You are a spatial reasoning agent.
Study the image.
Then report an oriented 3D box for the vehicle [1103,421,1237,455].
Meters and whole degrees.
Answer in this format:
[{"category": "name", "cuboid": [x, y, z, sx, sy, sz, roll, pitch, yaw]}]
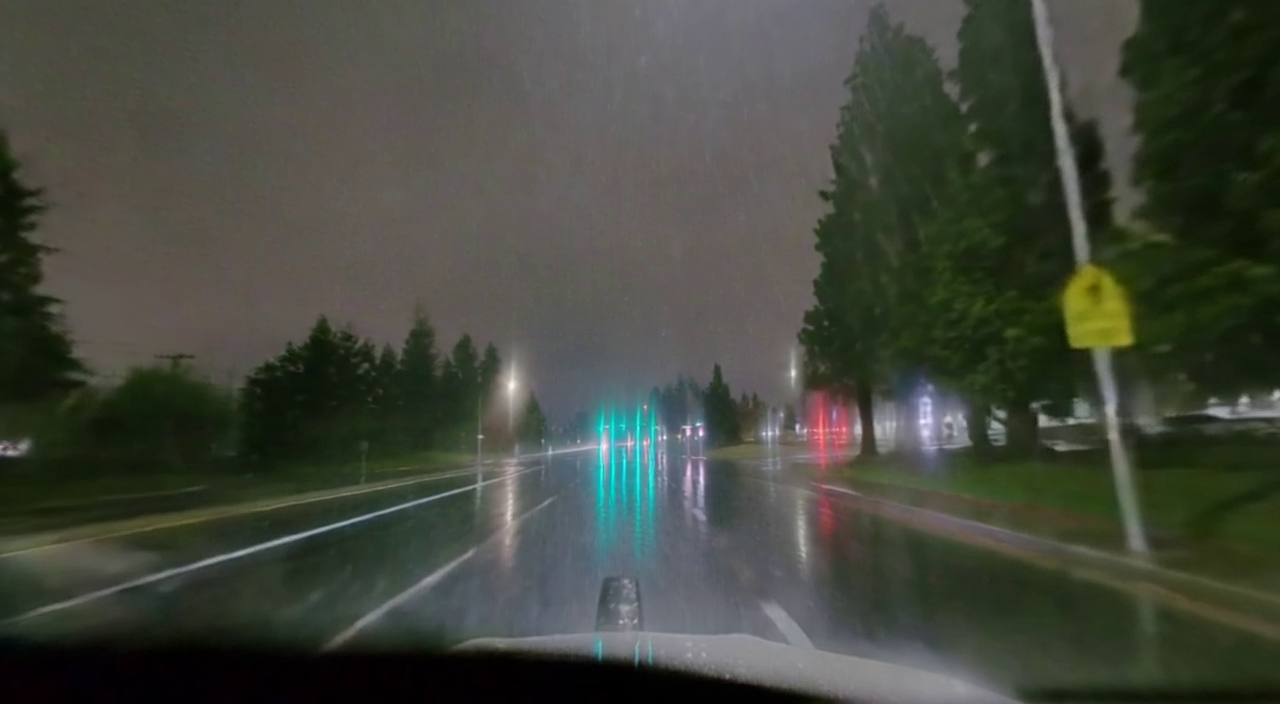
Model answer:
[{"category": "vehicle", "cuboid": [24.870, 4.126, 29.860, 1.907, 1.444, 5.150, 0, -8, 1]}]
